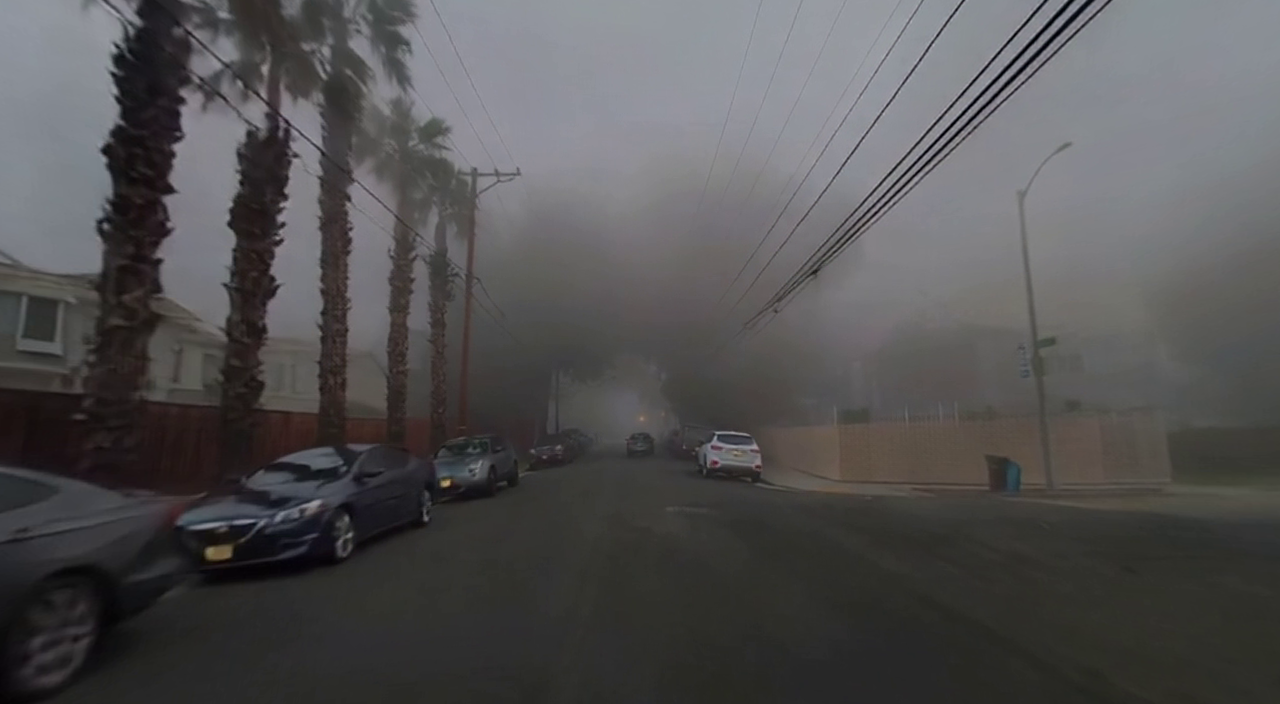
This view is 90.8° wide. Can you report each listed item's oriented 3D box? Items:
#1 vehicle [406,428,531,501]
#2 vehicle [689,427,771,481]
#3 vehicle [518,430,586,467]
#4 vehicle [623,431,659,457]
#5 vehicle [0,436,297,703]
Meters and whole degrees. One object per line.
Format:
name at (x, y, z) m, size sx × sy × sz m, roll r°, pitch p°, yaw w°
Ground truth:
vehicle at (-4.182, 2.833, 16.332) m, size 1.769 × 1.551 × 5.040 m, roll 0°, pitch -9°, yaw 0°
vehicle at (2.920, 3.463, 21.635) m, size 2.060 × 1.614 × 4.652 m, roll 0°, pitch -9°, yaw -1°
vehicle at (-3.945, 4.485, 29.451) m, size 2.130 × 1.543 × 5.386 m, roll -1°, pitch -9°, yaw 3°
vehicle at (0.040, 5.632, 38.738) m, size 2.081 × 1.483 × 4.599 m, roll 0°, pitch -9°, yaw 0°
vehicle at (-4.100, 1.090, 2.541) m, size 2.157 × 1.487 × 5.718 m, roll -1°, pitch -9°, yaw 1°
